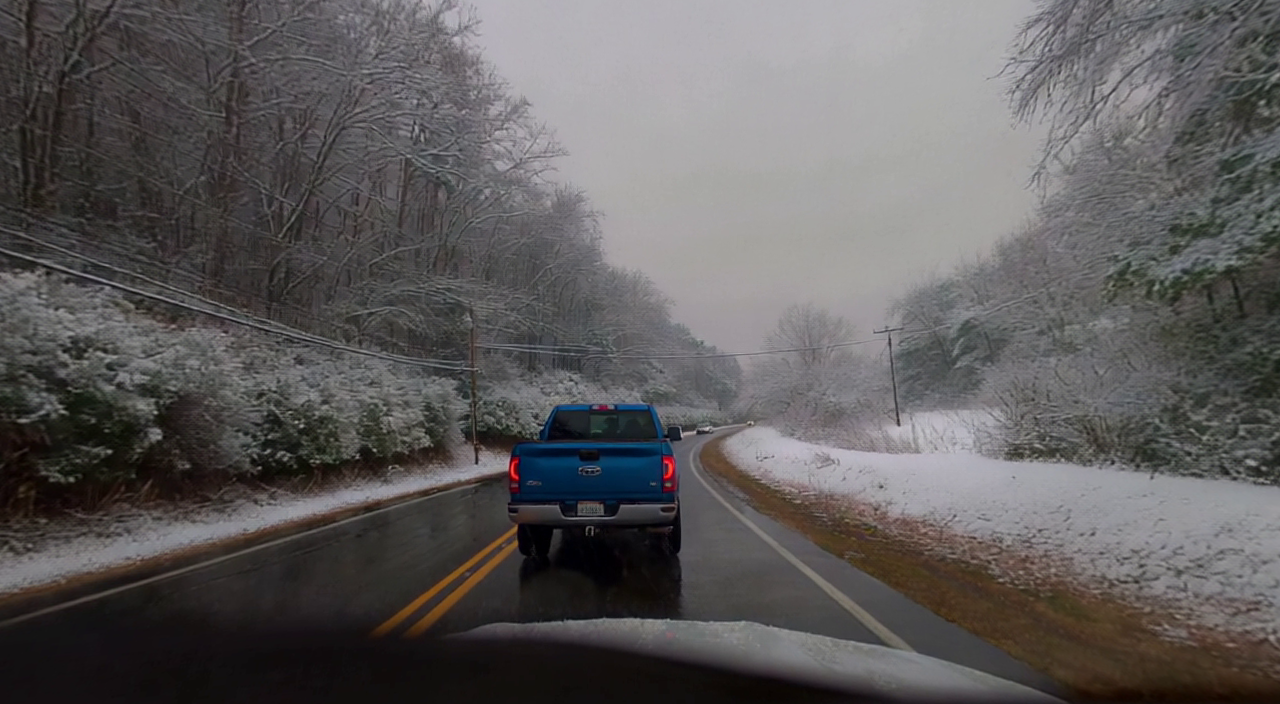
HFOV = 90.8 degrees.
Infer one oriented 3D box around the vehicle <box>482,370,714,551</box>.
[{"bbox_3d":[-0.550,1.762,10.794,2.837,2.223,5.885,0,-8,-1],"label":"vehicle"}]
